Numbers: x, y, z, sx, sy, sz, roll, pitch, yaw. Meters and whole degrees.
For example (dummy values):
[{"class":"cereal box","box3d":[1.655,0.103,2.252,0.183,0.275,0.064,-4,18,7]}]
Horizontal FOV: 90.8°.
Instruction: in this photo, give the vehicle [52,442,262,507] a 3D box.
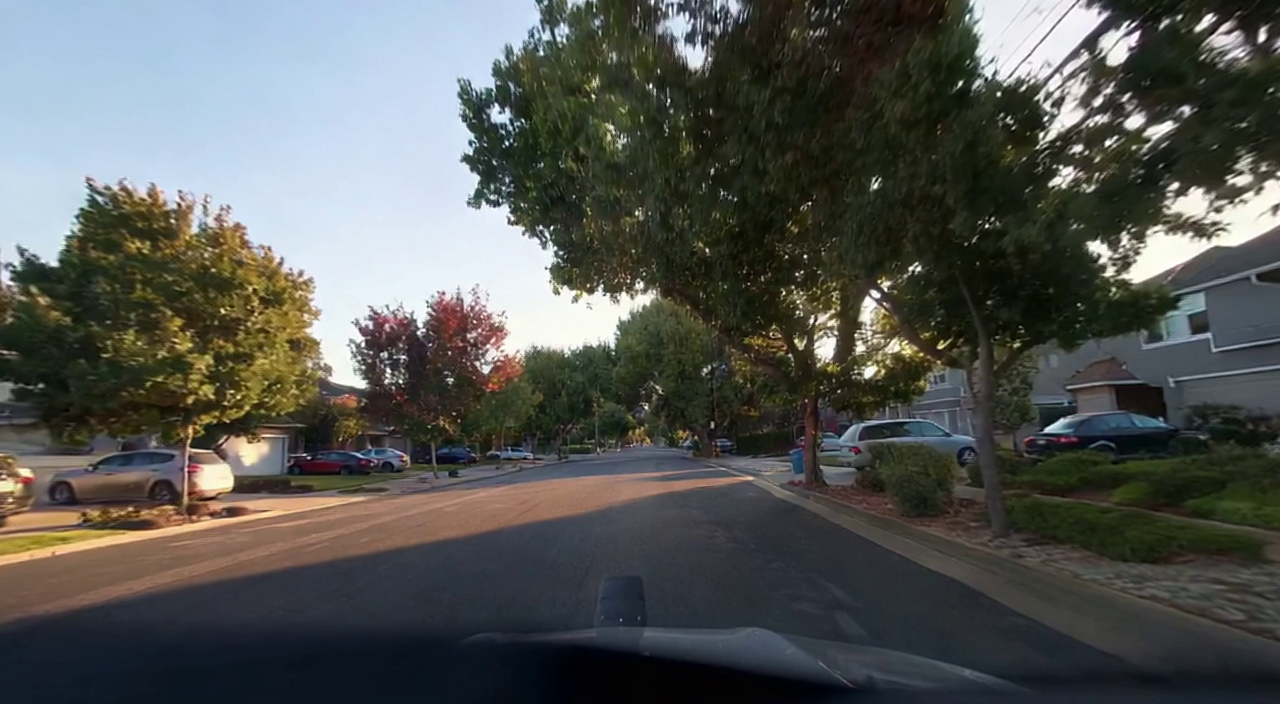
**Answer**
[{"class":"vehicle","box3d":[-13.711,3.464,18.131,4.495,1.706,1.972,-1,-8,5]}]

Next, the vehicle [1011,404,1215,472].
[{"class":"vehicle","box3d":[13.568,2.511,18.387,4.209,1.834,2.019,0,-9,1]}]

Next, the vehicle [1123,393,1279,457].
[{"class":"vehicle","box3d":[20.862,2.684,22.805,4.843,2.185,2.250,0,-10,2]}]

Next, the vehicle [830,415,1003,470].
[{"class":"vehicle","box3d":[9.854,3.282,22.872,5.273,1.868,2.070,0,-8,0]}]

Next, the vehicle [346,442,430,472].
[{"class":"vehicle","box3d":[-14.813,6.143,37.136,4.232,1.693,1.949,-3,-9,17]}]
